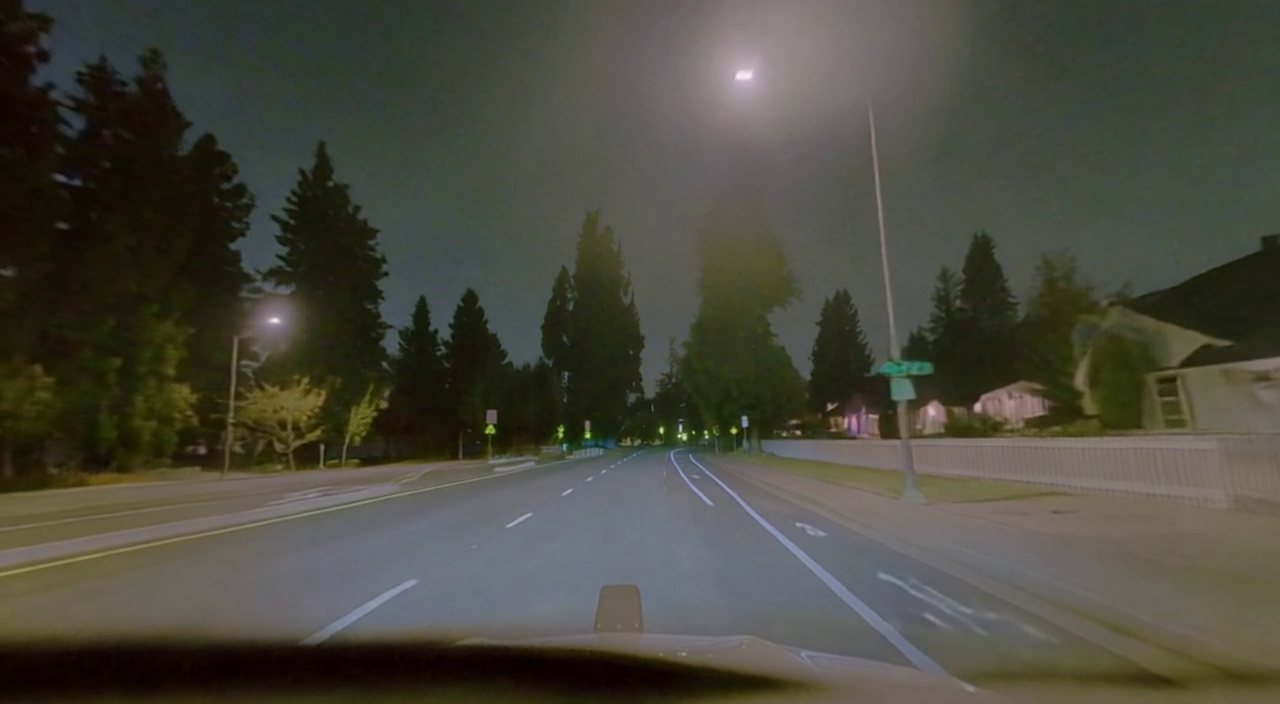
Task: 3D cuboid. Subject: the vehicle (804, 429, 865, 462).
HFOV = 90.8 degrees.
[{"bbox_3d":[10.842,5.254,35.556,1.938,1.695,4.296,0,-8,-1],"label":"vehicle"}]
